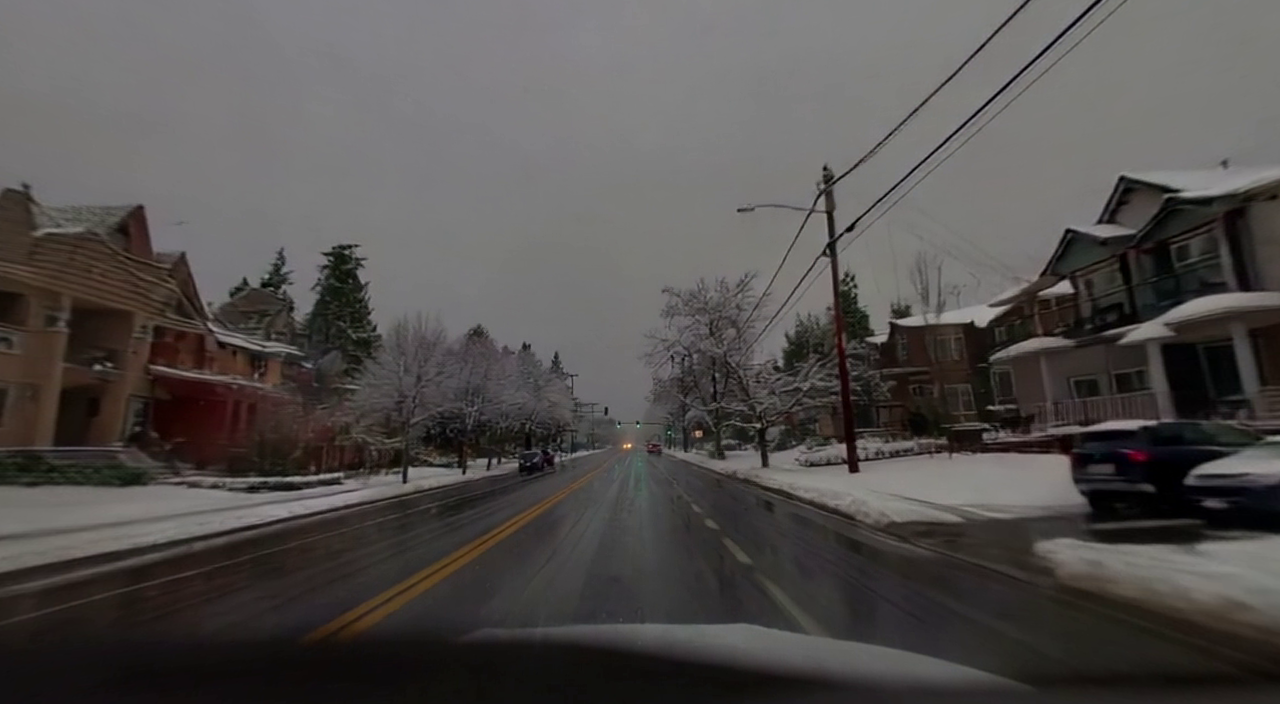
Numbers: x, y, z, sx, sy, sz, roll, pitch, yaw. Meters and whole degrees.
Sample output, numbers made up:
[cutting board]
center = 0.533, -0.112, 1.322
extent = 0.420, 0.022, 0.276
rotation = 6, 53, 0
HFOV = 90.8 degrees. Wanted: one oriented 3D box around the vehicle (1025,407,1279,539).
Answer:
[vehicle]
center = 9.276, 2.009, 11.010
extent = 2.121, 1.785, 4.693
rotation = 0, -9, 0
